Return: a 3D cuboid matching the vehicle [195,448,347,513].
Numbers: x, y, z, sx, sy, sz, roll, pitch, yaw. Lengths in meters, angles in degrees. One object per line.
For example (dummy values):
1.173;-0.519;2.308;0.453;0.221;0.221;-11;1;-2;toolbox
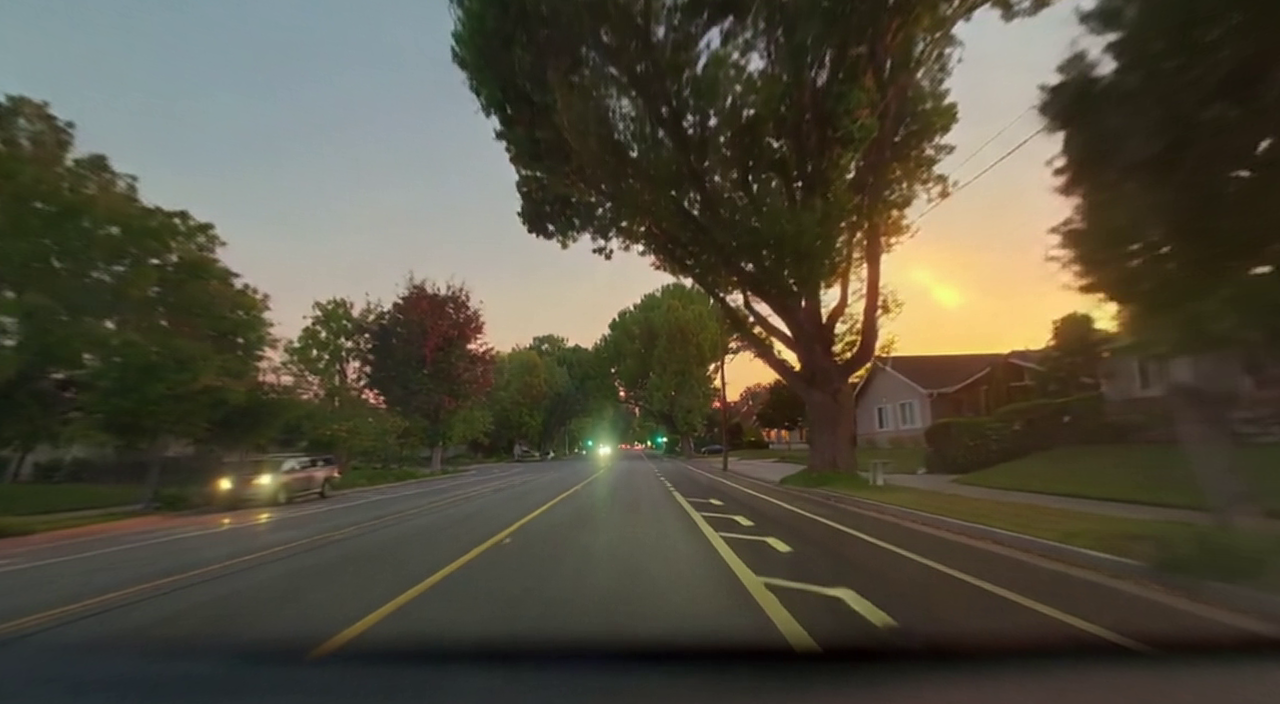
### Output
-11.544;4.026;20.226;2.047;1.710;4.473;-3;-9;2;vehicle
